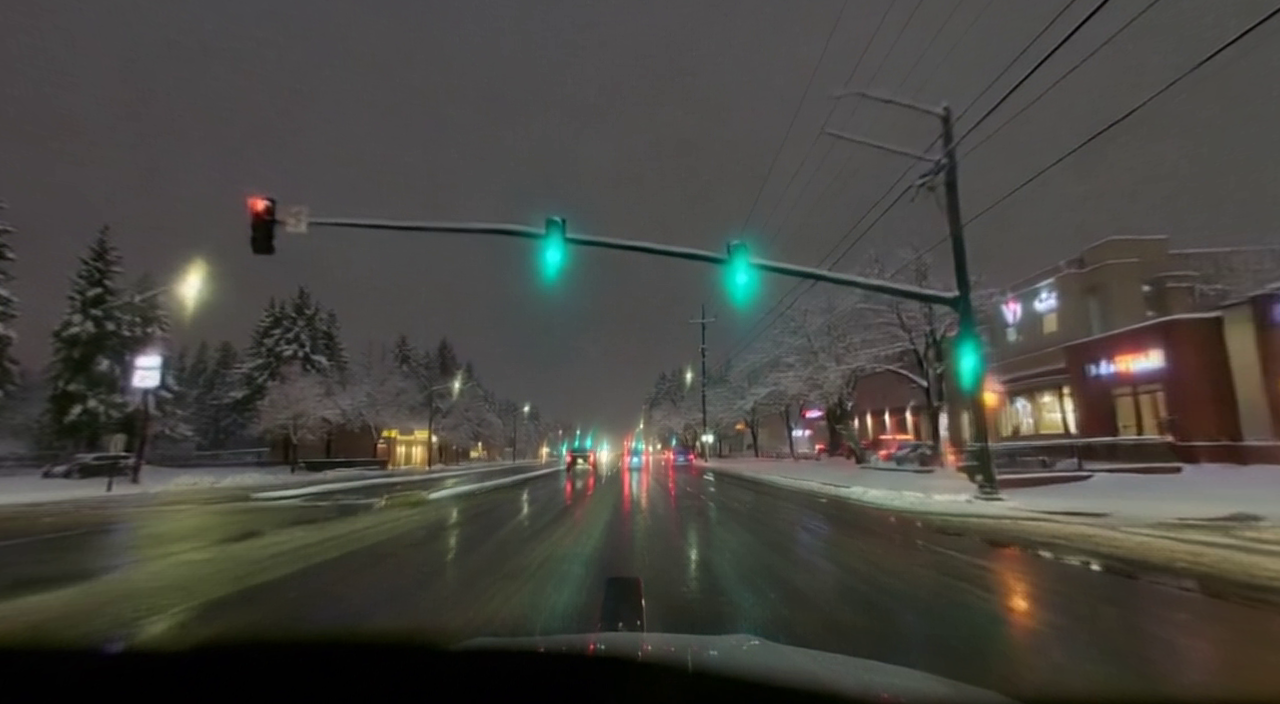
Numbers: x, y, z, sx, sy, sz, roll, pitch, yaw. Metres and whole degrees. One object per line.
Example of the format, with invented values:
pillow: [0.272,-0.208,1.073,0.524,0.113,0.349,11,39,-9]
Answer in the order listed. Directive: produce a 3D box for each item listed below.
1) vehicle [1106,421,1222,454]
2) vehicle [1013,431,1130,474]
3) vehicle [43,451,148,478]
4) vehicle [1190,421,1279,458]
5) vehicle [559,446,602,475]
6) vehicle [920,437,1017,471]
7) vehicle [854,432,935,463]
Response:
vehicle: [29.579,4.930,35.926,2.053,1.559,5.138,-3,-10,-1]
vehicle: [17.223,3.993,25.180,4.759,1.476,1.911,3,-12,-32]
vehicle: [-33.589,6.937,39.082,4.544,1.515,2.218,-1,-8,3]
vehicle: [29.737,4.253,30.525,1.972,1.640,4.885,0,-8,1]
vehicle: [-3.372,6.226,36.539,2.035,1.564,4.702,0,-8,0]
vehicle: [16.334,5.027,31.383,4.673,1.555,2.010,5,-10,-30]
vehicle: [16.570,6.209,41.081,5.004,1.893,2.228,5,-10,-32]
